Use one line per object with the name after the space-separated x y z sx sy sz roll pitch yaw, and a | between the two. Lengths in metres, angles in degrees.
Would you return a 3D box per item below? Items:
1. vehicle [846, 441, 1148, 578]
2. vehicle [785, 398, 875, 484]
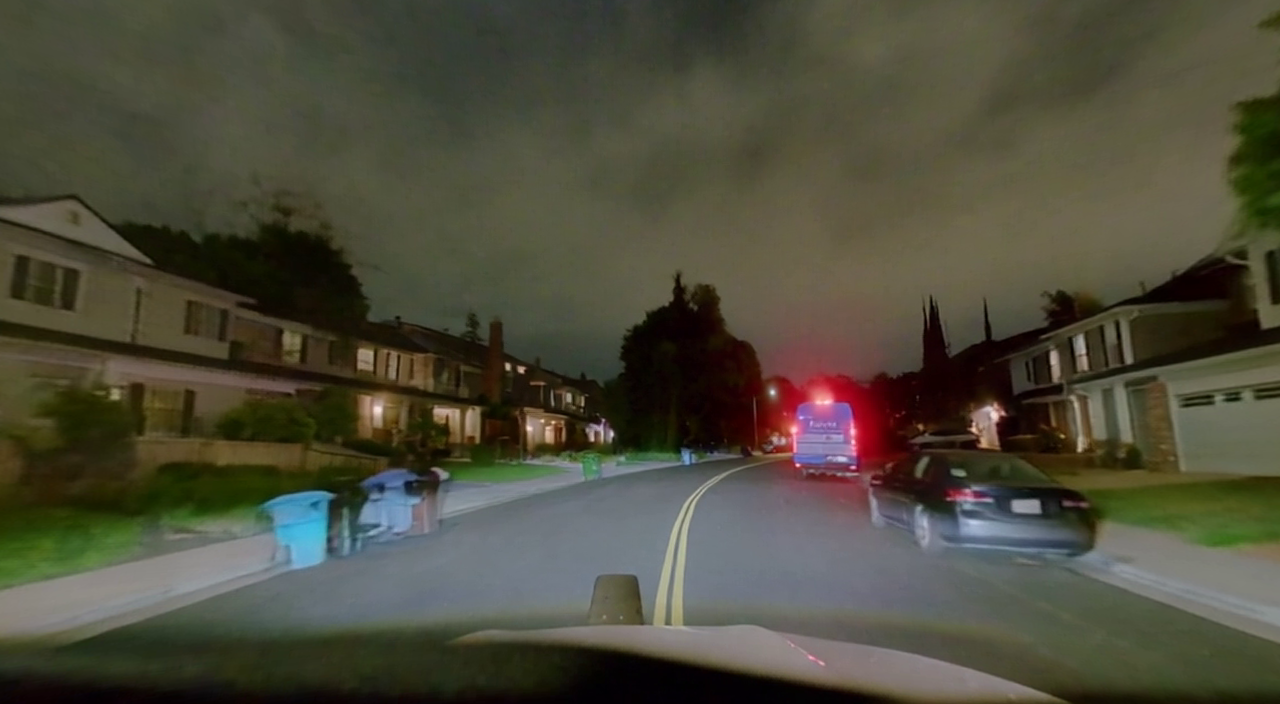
4.275 1.890 8.531 1.835 1.349 4.285 -1 -8 4 | vehicle
6.920 3.320 23.556 2.684 2.712 6.197 -3 -8 14 | vehicle
